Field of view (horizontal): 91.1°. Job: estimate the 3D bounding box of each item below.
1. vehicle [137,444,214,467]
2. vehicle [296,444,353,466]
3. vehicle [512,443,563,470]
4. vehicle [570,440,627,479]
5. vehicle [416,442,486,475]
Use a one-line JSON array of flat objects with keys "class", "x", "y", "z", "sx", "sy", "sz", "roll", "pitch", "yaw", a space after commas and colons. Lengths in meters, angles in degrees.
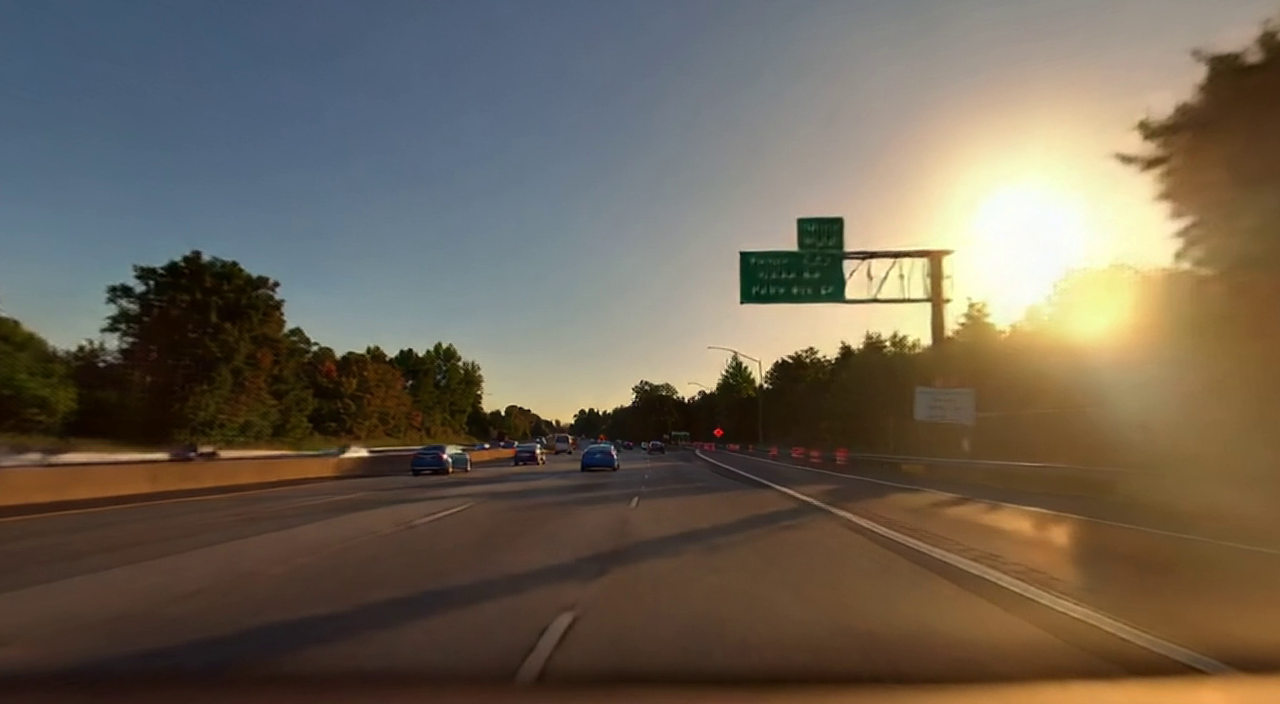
[{"class": "vehicle", "x": -32.967, "y": 7.338, "z": 44.709, "sx": 1.846, "sy": 1.459, "sz": 4.832, "roll": 0, "pitch": -8, "yaw": -1}, {"class": "vehicle", "x": -22.837, "y": 7.458, "z": 45.626, "sx": 1.827, "sy": 1.470, "sz": 4.274, "roll": 0, "pitch": -8, "yaw": 1}, {"class": "vehicle", "x": -5.739, "y": 5.887, "z": 35.715, "sx": 1.951, "sy": 1.439, "sz": 4.633, "roll": 0, "pitch": -8, "yaw": 2}, {"class": "vehicle", "x": -1.656, "y": 4.526, "z": 26.801, "sx": 1.963, "sy": 1.462, "sz": 4.681, "roll": 0, "pitch": -8, "yaw": 2}, {"class": "vehicle", "x": -9.230, "y": 5.201, "z": 31.076, "sx": 1.946, "sy": 1.472, "sz": 4.472, "roll": 0, "pitch": -8, "yaw": 2}]
